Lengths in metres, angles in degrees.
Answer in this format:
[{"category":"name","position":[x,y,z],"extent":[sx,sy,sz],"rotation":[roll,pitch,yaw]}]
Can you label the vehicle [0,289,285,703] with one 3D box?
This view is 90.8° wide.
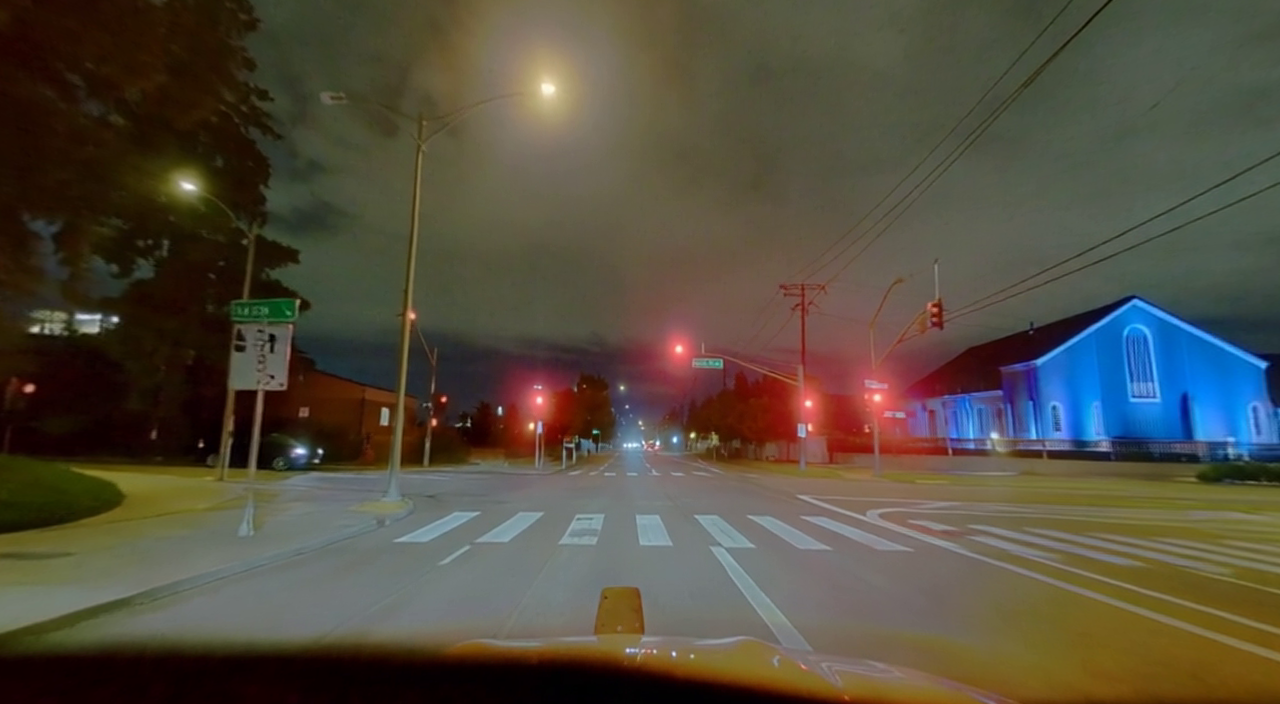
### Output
[{"category":"vehicle","position":[-3.285,0.495,0.421],"extent":[2.271,1.885,6.346],"rotation":[0,-9,2]}]
